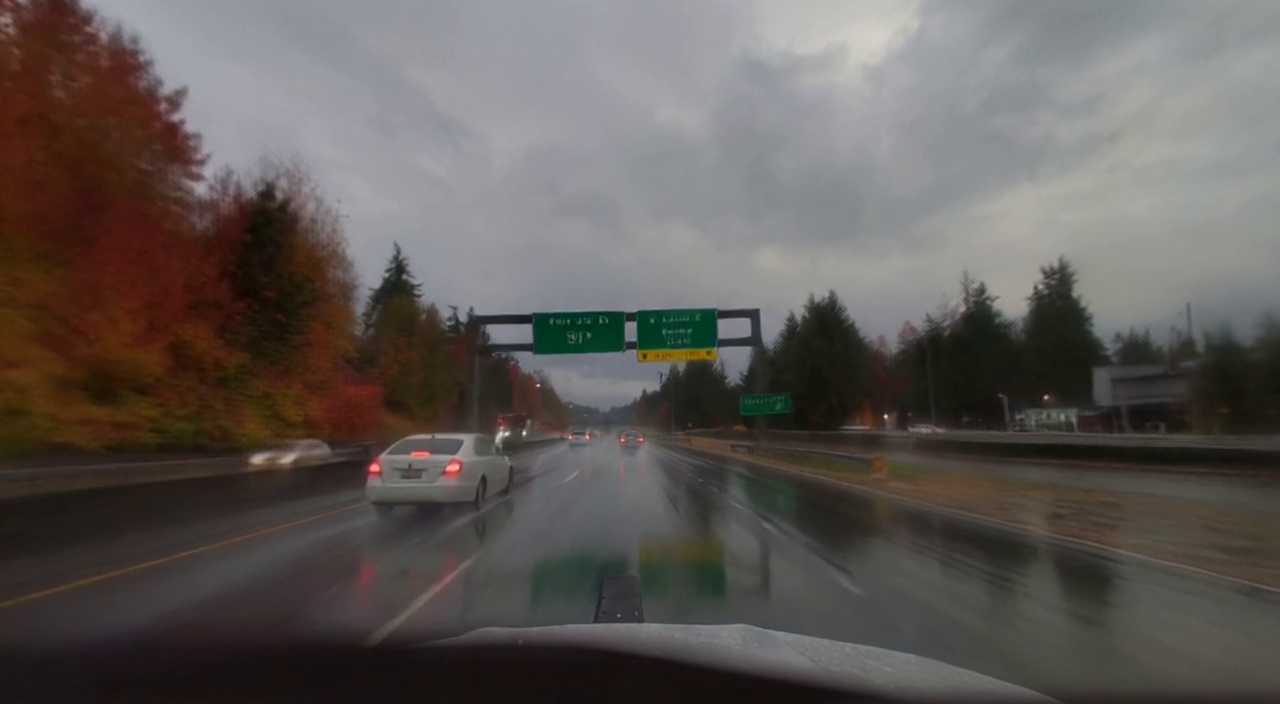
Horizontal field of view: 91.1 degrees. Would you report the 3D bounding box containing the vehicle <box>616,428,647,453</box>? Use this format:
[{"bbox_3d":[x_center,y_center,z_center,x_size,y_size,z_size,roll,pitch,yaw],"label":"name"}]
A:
[{"bbox_3d":[-0.627,6.121,43.588,2.054,1.609,3.859,0,-8,-1],"label":"vehicle"}]

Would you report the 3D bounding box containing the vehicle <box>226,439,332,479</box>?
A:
[{"bbox_3d":[-15.479,4.582,27.301,1.942,1.528,4.641,0,-8,-1],"label":"vehicle"}]

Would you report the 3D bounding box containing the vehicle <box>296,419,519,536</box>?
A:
[{"bbox_3d":[-3.463,1.941,10.509,1.989,1.497,4.645,0,-8,-1],"label":"vehicle"}]

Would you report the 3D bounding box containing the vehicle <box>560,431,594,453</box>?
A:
[{"bbox_3d":[-4.492,6.522,45.646,2.071,1.524,4.398,0,-8,-1],"label":"vehicle"}]
